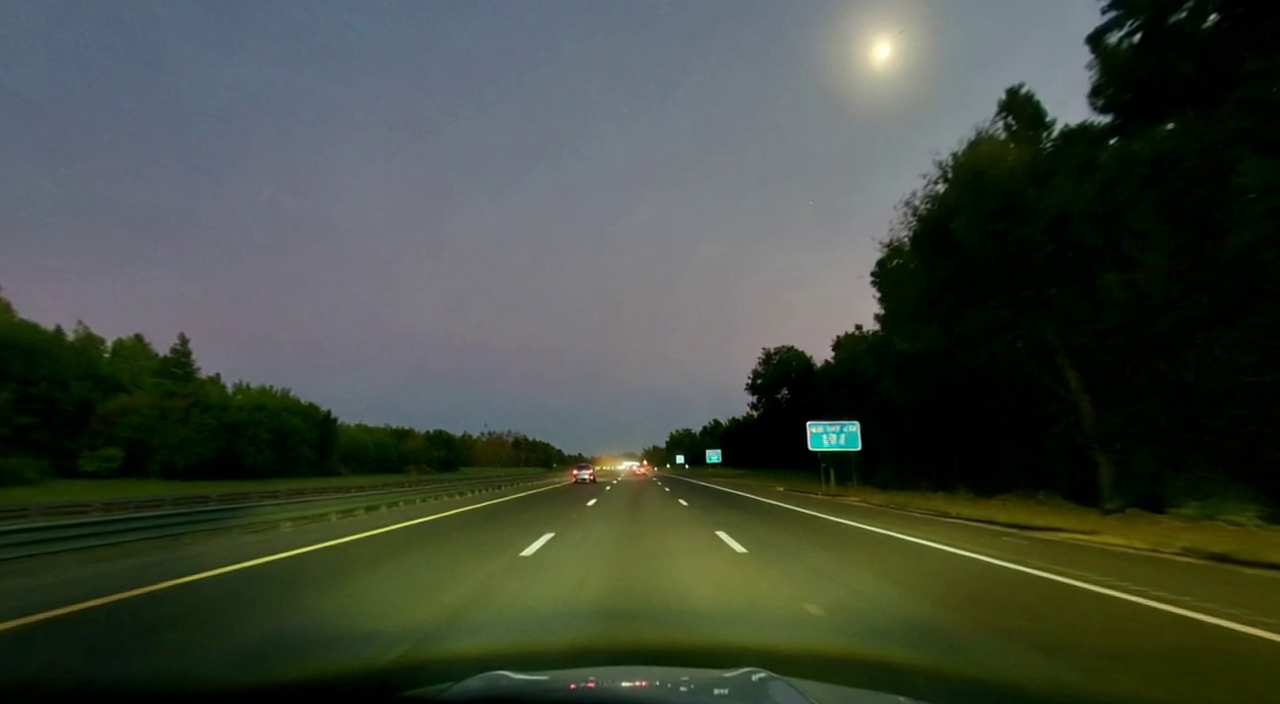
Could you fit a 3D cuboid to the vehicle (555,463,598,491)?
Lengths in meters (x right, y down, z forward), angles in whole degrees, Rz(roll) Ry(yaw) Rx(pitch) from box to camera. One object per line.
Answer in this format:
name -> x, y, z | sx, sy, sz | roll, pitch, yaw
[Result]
vehicle -> -3.781, 7.617, 38.483 | 2.143, 1.516, 4.552 | 1, -11, 0
